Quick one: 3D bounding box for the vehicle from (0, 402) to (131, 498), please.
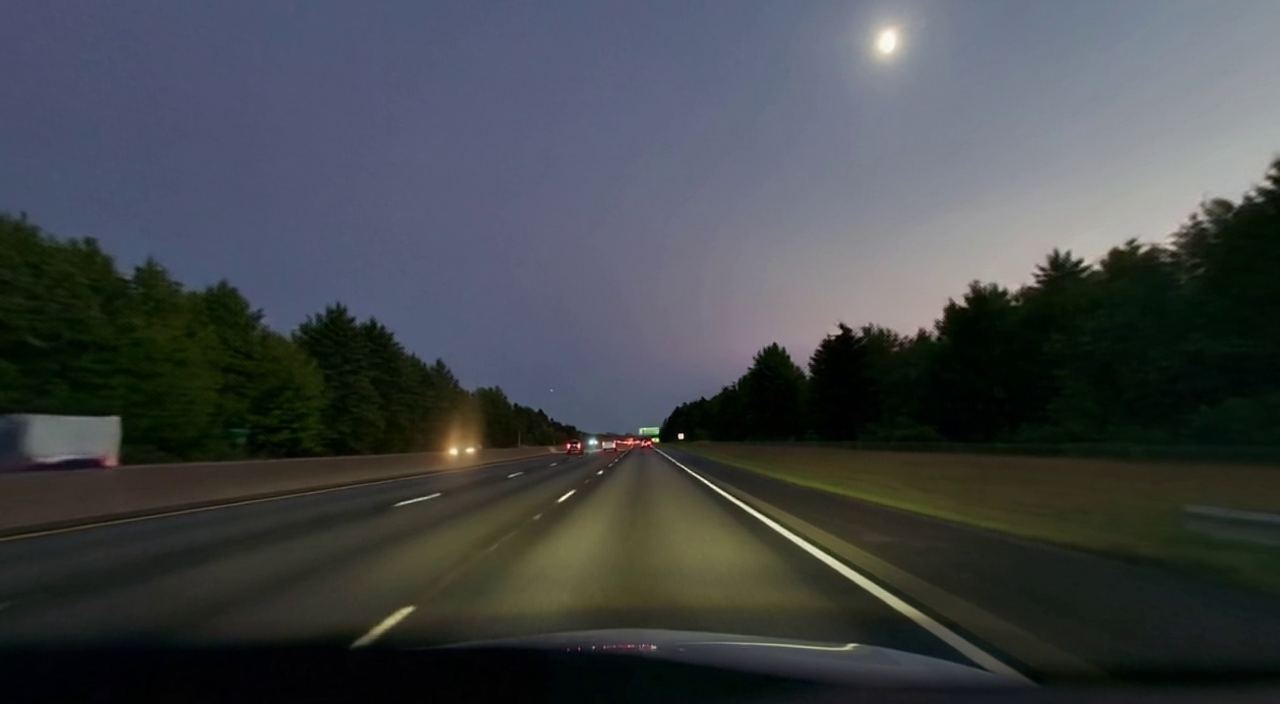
[{"bbox_3d":[-23.467,3.613,23.346,2.770,3.292,7.462,0,-8,1],"label":"vehicle"}]
